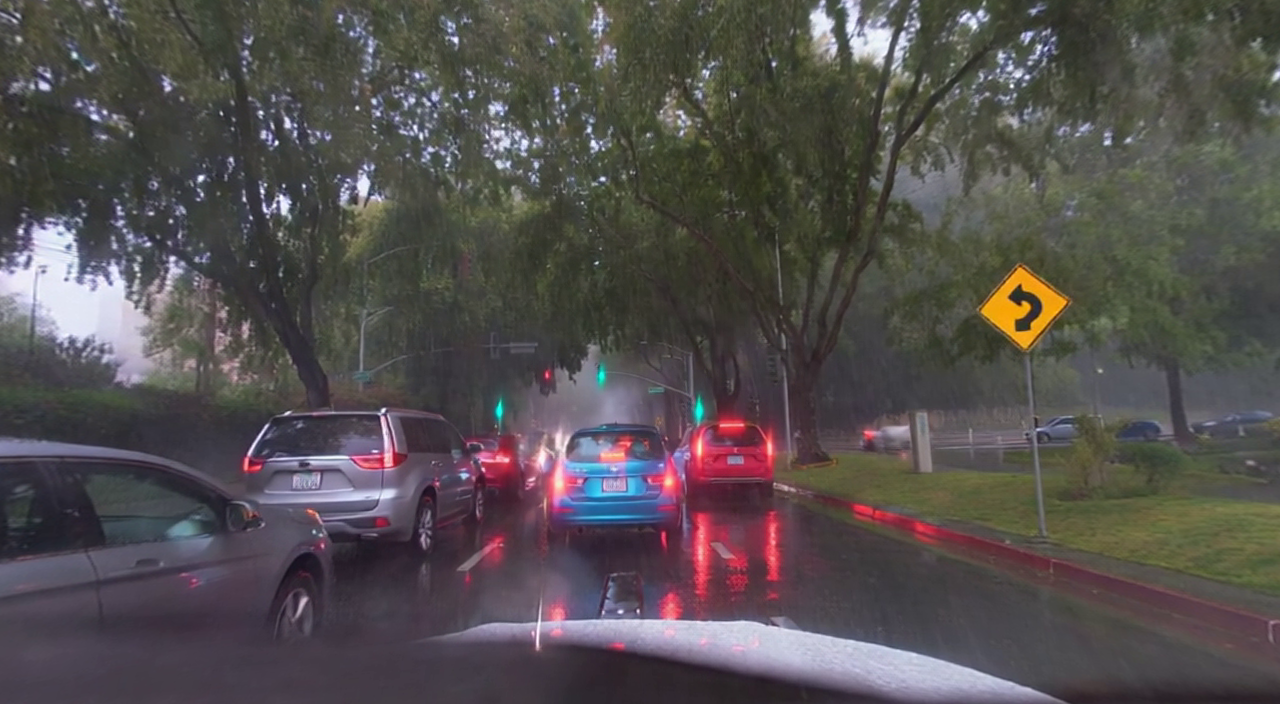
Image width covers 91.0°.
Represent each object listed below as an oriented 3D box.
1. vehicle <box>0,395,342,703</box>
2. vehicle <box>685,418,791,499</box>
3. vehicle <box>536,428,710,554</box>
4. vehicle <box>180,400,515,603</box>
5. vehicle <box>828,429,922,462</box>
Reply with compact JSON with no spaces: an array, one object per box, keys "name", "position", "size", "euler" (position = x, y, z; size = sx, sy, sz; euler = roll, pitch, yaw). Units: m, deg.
[{"name":"vehicle","position":[-2.923,0.839,1.625],"size":[1.974,1.484,4.716],"euler":[0,-8,0]},{"name":"vehicle","position":[2.451,2.820,16.943],"size":[2.059,1.864,4.541],"euler":[0,-8,-1]},{"name":"vehicle","position":[-0.253,1.921,9.355],"size":[2.025,1.453,3.848],"euler":[0,-8,-2]},{"name":"vehicle","position":[-2.898,1.575,7.458],"size":[1.964,1.712,4.097],"euler":[0,-8,0]},{"name":"vehicle","position":[11.386,4.559,30.698],"size":[3.883,1.534,1.779],"euler":[0,-8,2]}]
